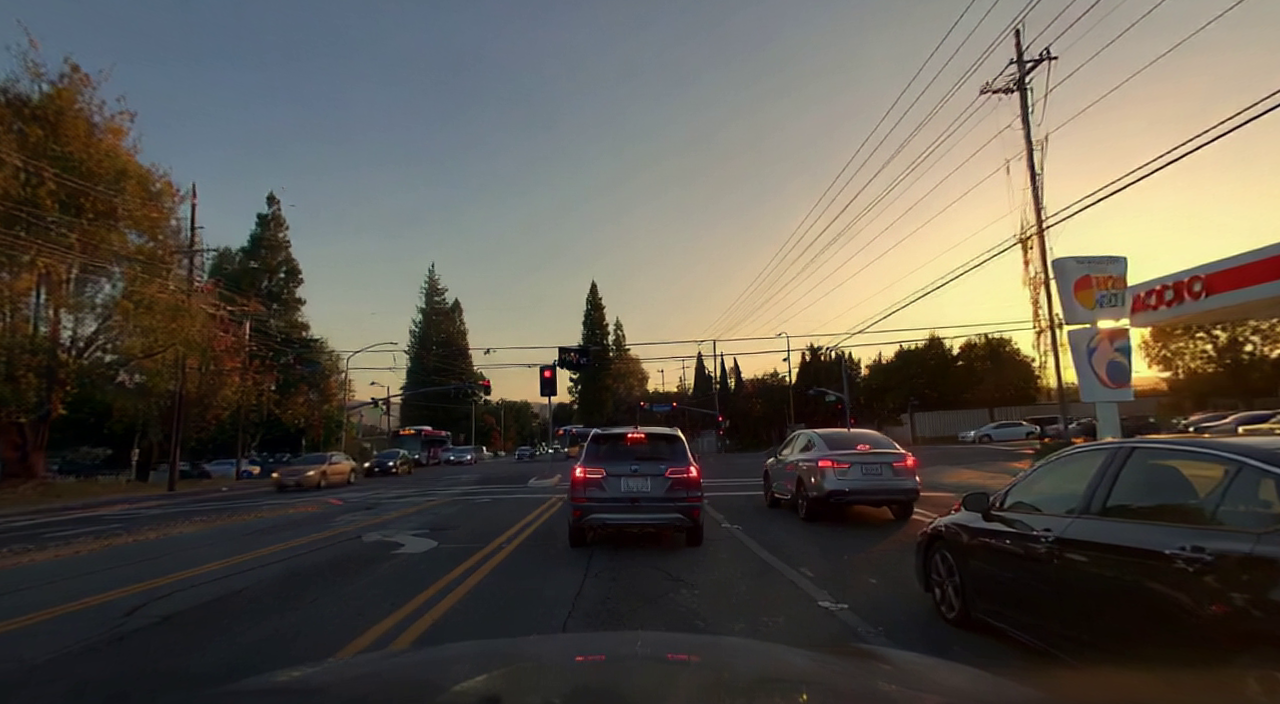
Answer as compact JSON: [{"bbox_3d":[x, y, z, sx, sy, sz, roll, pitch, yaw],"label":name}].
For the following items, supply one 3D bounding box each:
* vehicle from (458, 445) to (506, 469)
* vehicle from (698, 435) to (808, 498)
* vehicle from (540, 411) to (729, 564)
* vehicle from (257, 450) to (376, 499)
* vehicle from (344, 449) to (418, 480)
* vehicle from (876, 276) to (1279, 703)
[{"bbox_3d":[-10.714,7.122,43.141,2.030,1.498,4.690,0,-9,0],"label":"vehicle"},{"bbox_3d":[2.883,3.043,17.194,2.040,1.481,4.407,0,-9,-2],"label":"vehicle"},{"bbox_3d":[-0.112,1.807,9.115,2.087,1.677,4.053,0,-9,-1],"label":"vehicle"},{"bbox_3d":[-10.431,3.957,20.738,1.812,1.403,3.918,0,-9,0],"label":"vehicle"},{"bbox_3d":[-13.655,5.911,33.620,1.967,1.486,4.701,0,-9,-1],"label":"vehicle"},{"bbox_3d":[3.091,0.838,3.211,2.049,1.813,4.245,0,-9,-1],"label":"vehicle"}]
